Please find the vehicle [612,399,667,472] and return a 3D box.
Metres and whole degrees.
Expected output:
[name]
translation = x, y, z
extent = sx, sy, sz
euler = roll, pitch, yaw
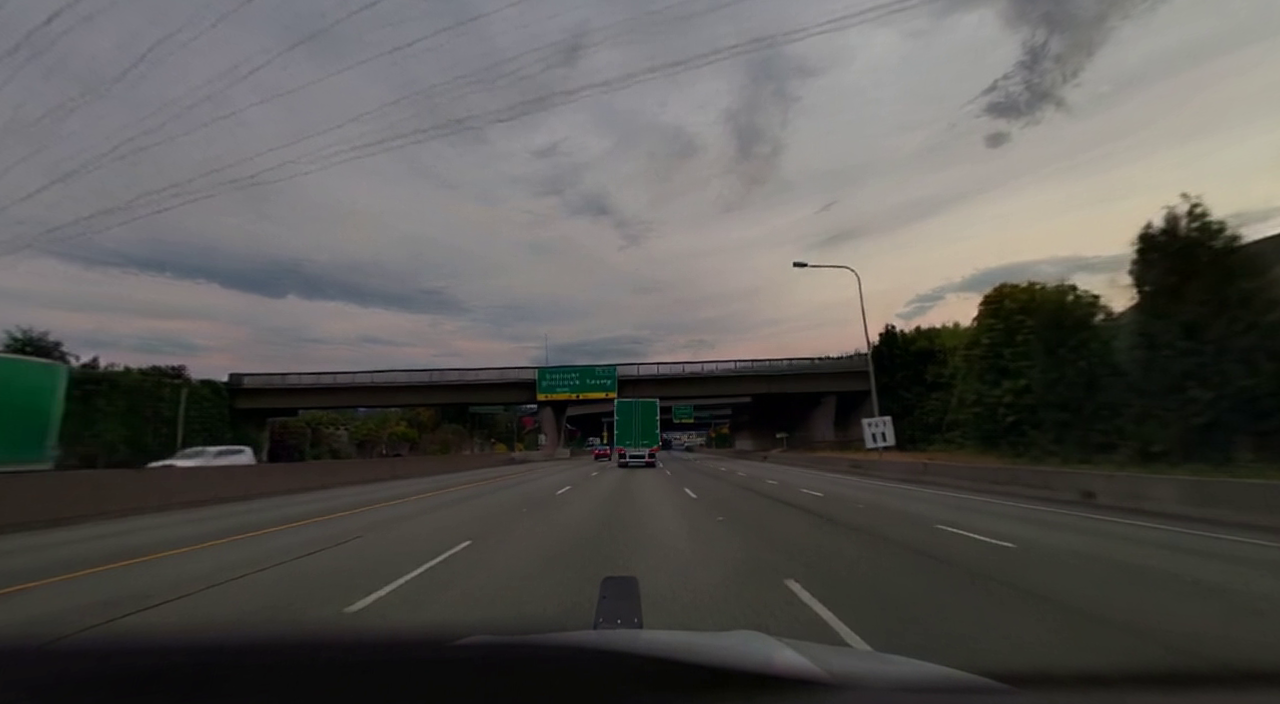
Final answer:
[vehicle]
translation = -0.115, 5.607, 41.285
extent = 3.025, 4.002, 12.709
euler = 0, -9, -1
